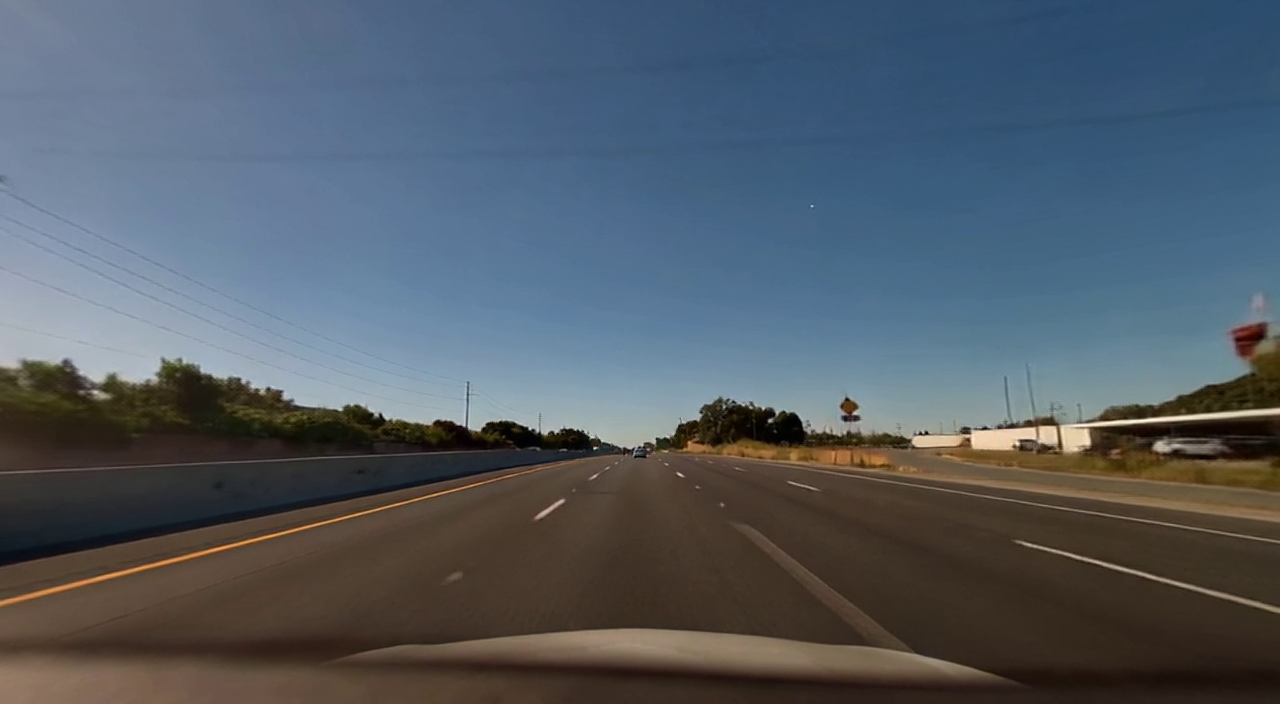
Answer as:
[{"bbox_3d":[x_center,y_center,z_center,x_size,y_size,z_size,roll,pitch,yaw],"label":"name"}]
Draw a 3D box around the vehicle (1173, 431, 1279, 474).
[{"bbox_3d":[34.553,5.807,36.636,2.428,2.287,5.283,0,-8,1],"label":"vehicle"}]
